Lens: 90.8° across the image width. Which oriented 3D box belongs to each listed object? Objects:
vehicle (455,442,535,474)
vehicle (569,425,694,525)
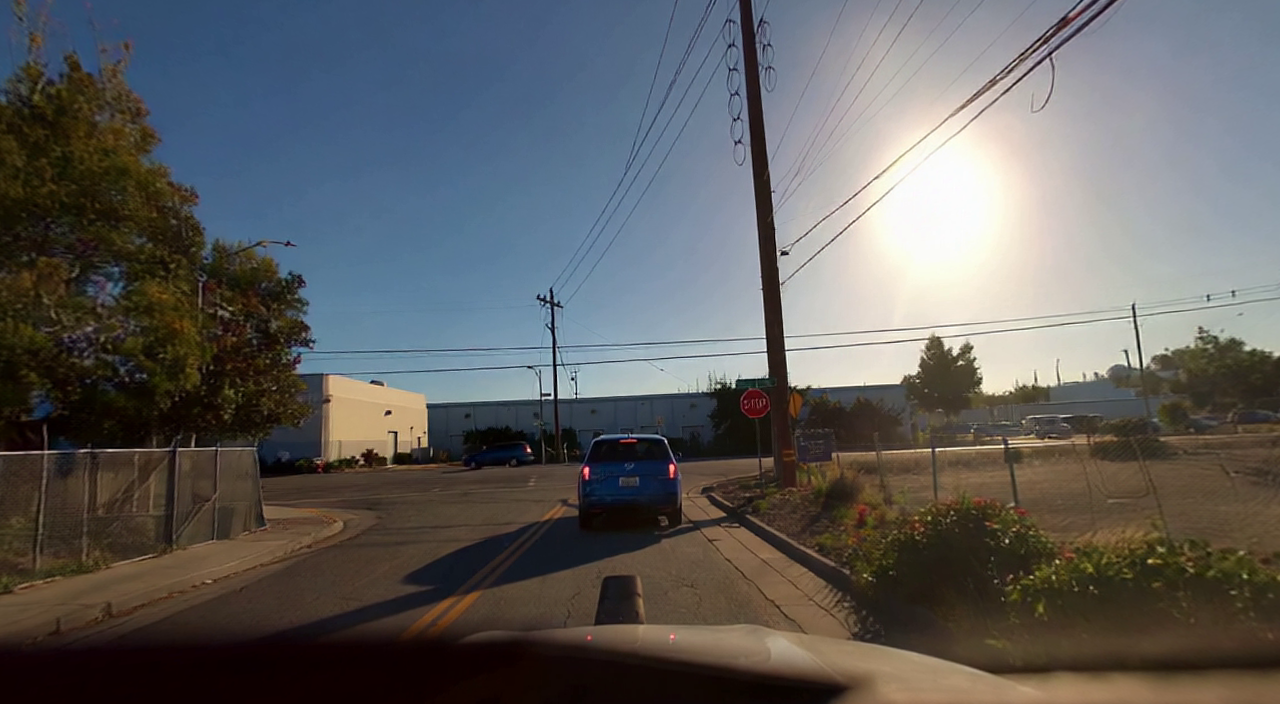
[{"bbox_3d":[-8.549,6.184,37.129,4.415,1.753,2.029,-6,-10,34],"label":"vehicle"},{"bbox_3d":[-0.196,2.420,13.010,2.137,1.698,4.166,0,-8,-1],"label":"vehicle"}]
